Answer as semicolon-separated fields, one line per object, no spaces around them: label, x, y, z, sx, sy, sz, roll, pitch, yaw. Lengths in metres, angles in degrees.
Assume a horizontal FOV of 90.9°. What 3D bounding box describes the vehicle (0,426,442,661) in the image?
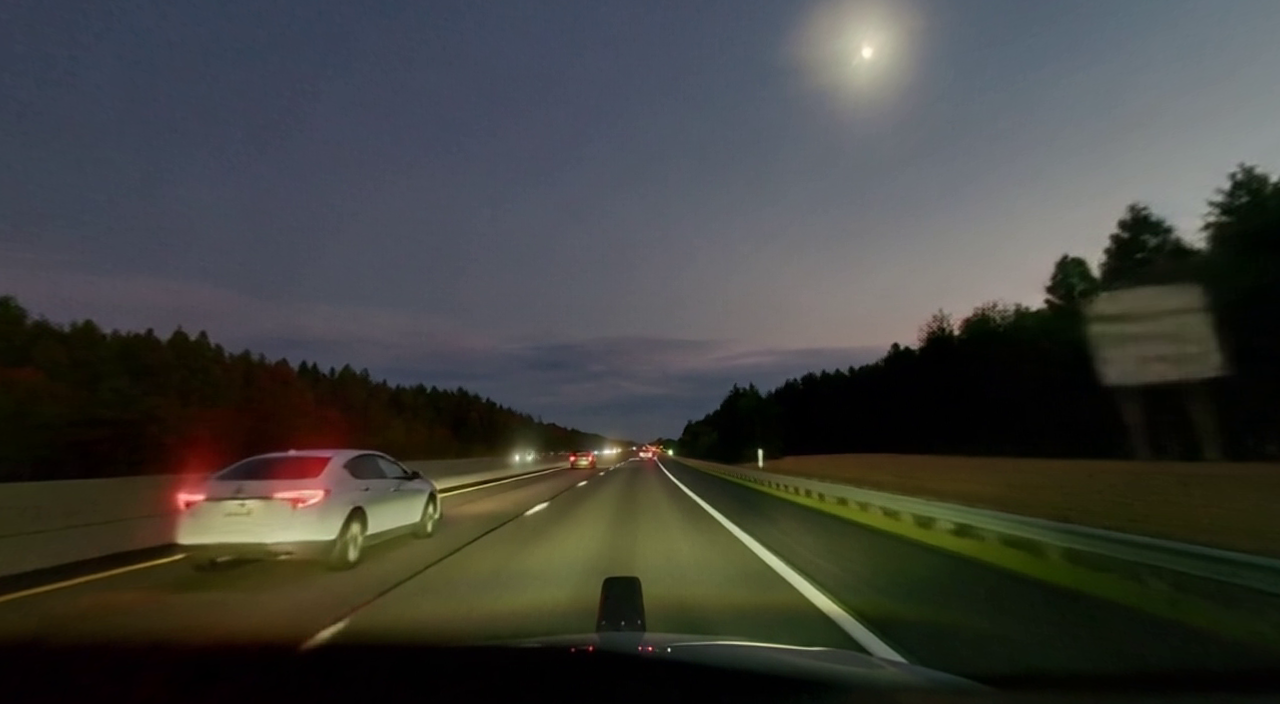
vehicle;-3.598;1.556;6.155;1.970;1.483;4.097;0;-9;0

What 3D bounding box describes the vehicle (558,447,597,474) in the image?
vehicle;-4.051;7.117;41.638;2.095;1.664;4.305;0;-9;0
